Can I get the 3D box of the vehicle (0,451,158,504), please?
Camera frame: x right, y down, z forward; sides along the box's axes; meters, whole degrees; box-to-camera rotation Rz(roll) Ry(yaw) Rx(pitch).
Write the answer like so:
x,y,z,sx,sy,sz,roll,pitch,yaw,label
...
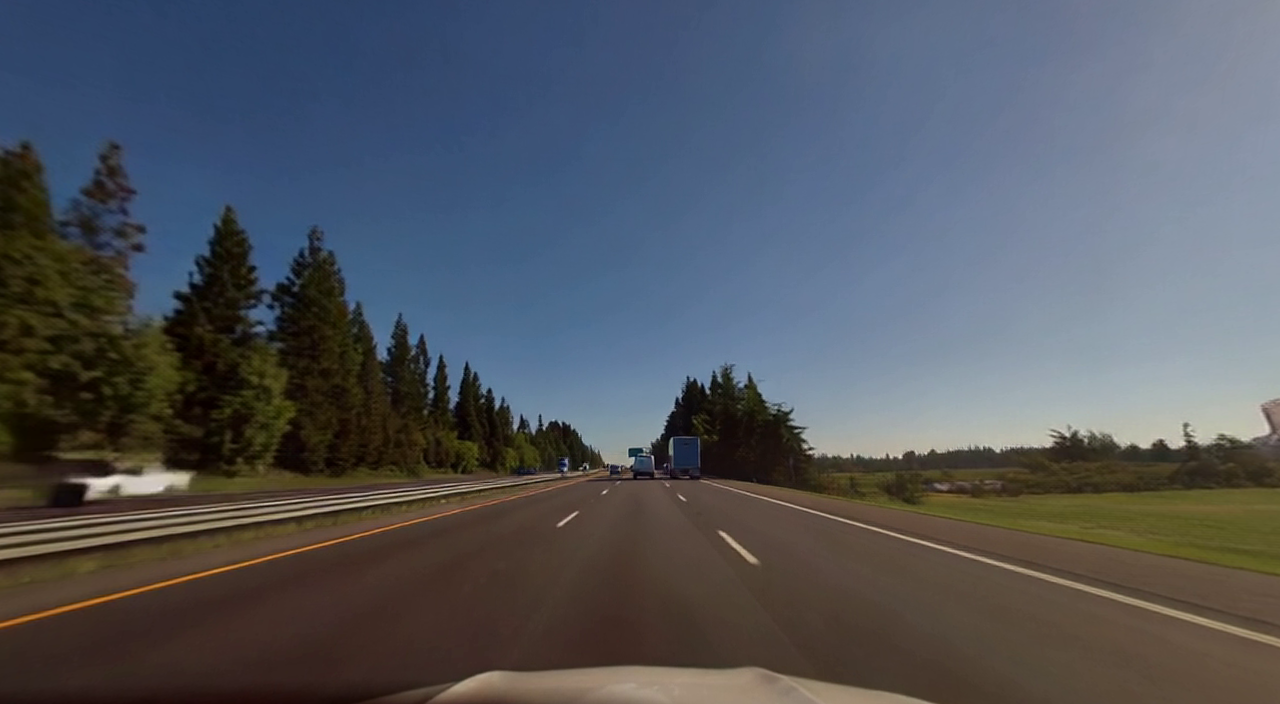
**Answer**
x,y,z,sx,sy,sz,roll,pitch,yaw,label
-18.963,4.161,21.093,1.851,1.541,4.504,1,-10,0,vehicle
